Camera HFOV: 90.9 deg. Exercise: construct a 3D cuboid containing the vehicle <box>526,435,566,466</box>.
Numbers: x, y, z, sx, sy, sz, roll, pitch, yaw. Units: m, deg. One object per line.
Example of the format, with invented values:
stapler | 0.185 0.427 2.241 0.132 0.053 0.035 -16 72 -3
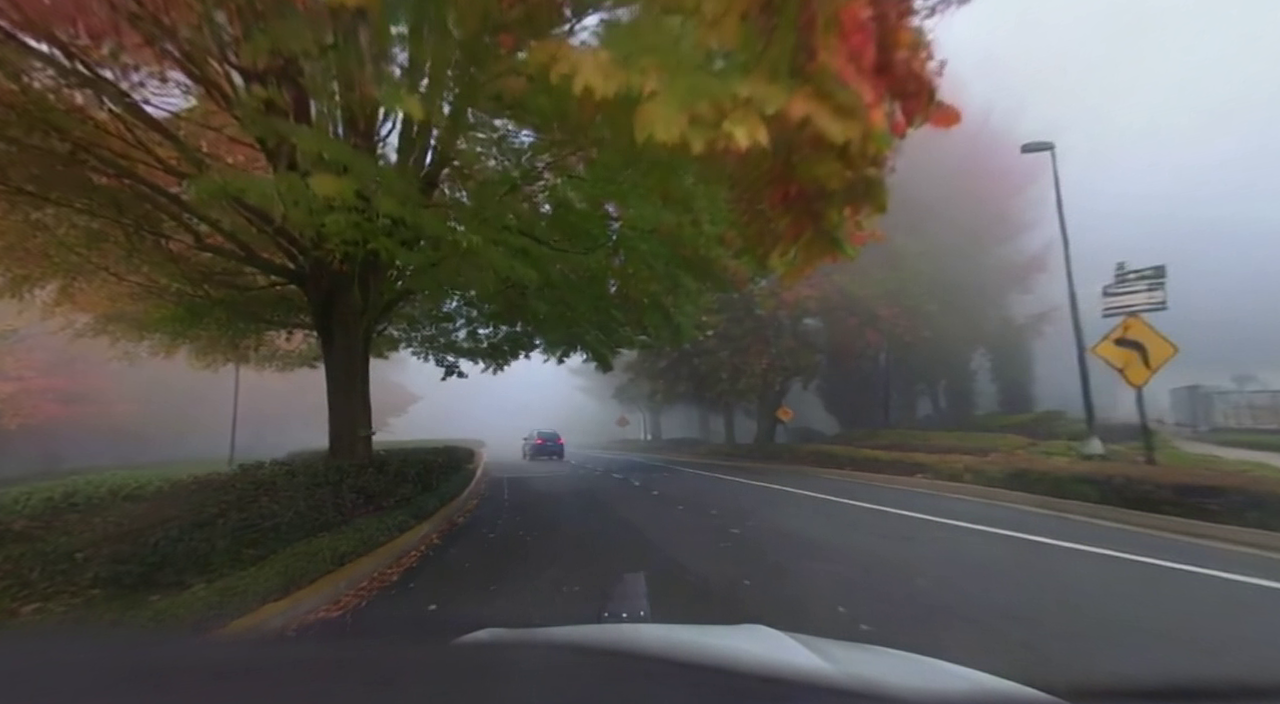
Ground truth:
vehicle | -6.087 6.265 40.415 2.146 1.814 5.110 2 -8 -13
